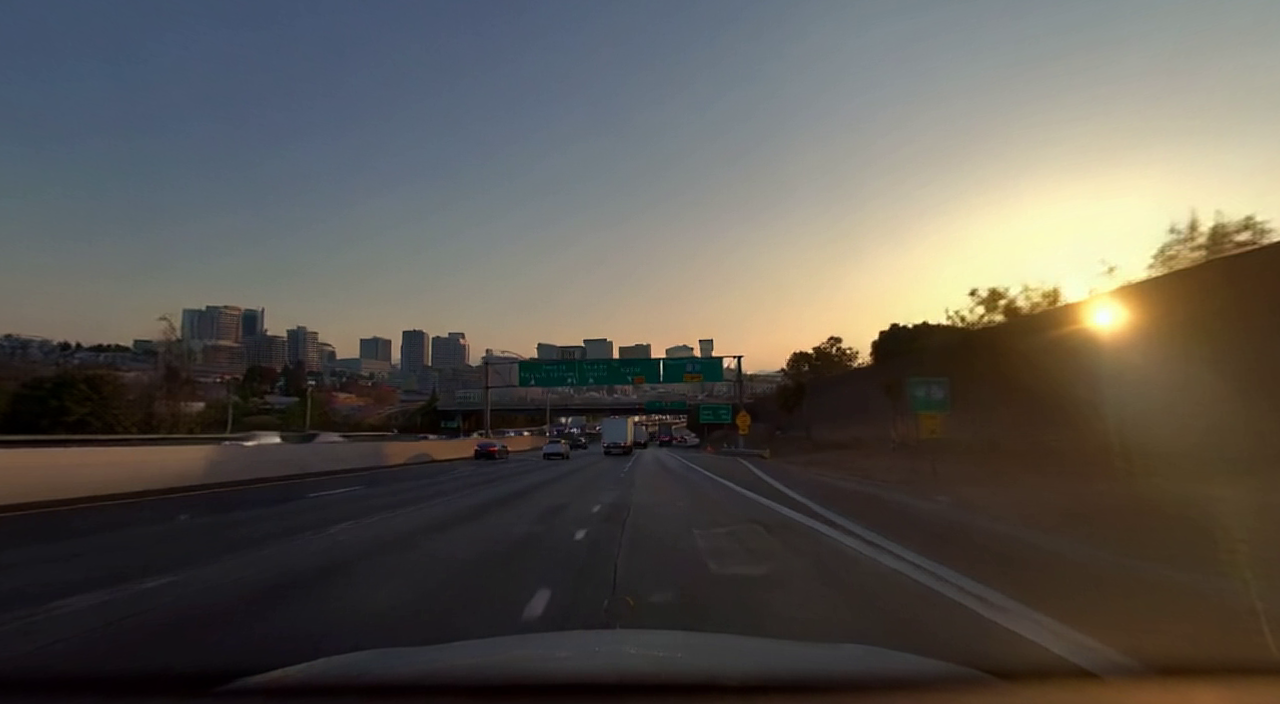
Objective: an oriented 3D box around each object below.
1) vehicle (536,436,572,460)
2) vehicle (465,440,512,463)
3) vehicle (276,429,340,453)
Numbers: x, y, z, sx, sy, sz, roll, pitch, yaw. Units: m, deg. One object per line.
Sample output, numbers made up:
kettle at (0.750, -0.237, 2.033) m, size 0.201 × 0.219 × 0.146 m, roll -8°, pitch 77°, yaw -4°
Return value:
vehicle at (-6.200, 6.998, 45.862) m, size 1.979 × 1.646 × 4.096 m, roll 0°, pitch -8°, yaw 1°
vehicle at (-9.788, 6.446, 41.017) m, size 1.976 × 1.413 × 4.088 m, roll 0°, pitch -8°, yaw 1°
vehicle at (-21.846, 5.855, 41.534) m, size 1.831 × 1.474 × 4.134 m, roll 0°, pitch -8°, yaw 2°
